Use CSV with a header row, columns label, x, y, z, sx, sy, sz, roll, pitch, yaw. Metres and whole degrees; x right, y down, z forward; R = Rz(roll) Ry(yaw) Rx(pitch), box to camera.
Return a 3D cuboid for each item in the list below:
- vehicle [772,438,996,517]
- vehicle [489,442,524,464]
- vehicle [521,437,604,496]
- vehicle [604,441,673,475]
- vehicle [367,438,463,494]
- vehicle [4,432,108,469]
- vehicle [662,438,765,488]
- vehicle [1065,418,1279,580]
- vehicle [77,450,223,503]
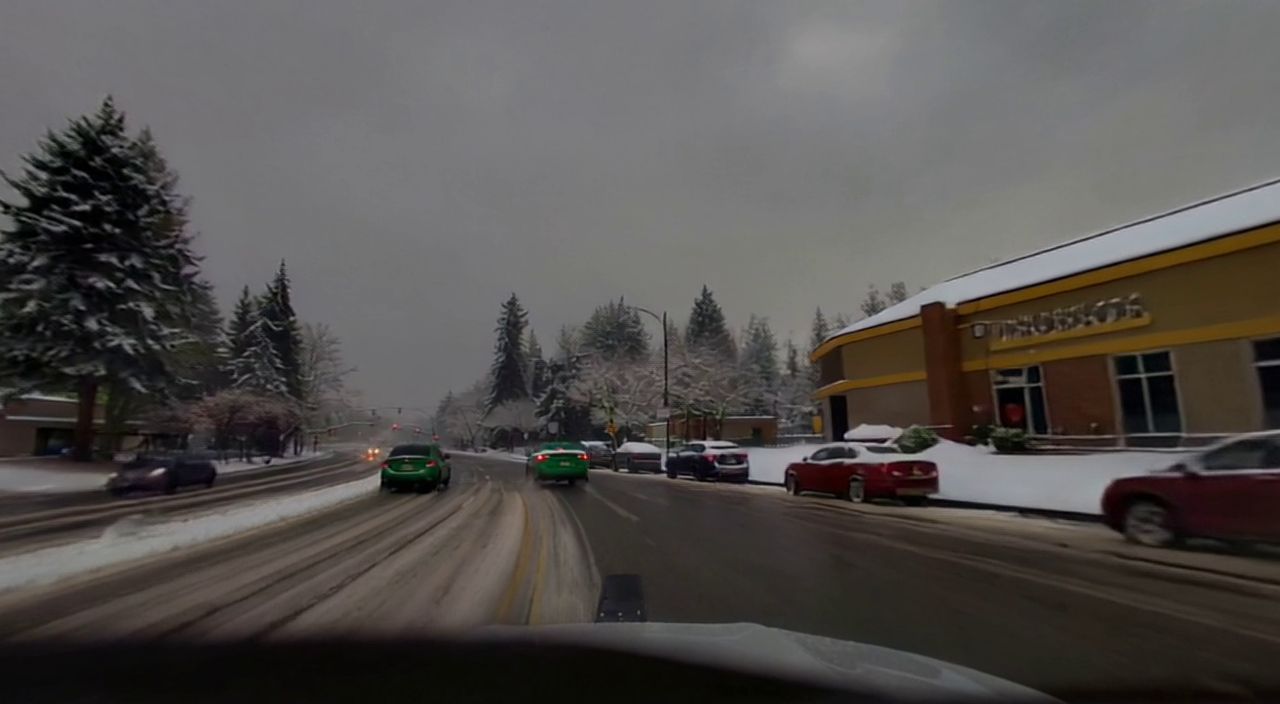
label,x,y,z,sx,sy,sz,roll,pitch,yaw
vehicle,5.185,2.714,14.311,2.038,1.446,4.896,2,-9,-18
vehicle,-9.428,7.082,44.235,1.920,1.416,4.310,2,-9,-18
vehicle,-2.392,3.253,18.361,2.001,1.483,4.442,1,-9,-12
vehicle,-0.164,5.024,30.210,1.867,1.489,4.694,3,-9,-19
vehicle,-6.804,3.445,19.557,2.105,1.477,4.857,1,-9,-12
vehicle,-38.528,6.530,41.818,2.430,2.266,6.029,4,-9,-16
vehicle,2.435,3.827,22.068,1.905,1.537,4.276,3,-9,-19
vehicle,7.100,1.475,6.493,1.952,1.547,4.091,2,-9,-16
vehicle,-15.590,3.934,20.376,2.000,1.477,4.346,2,-9,-13
